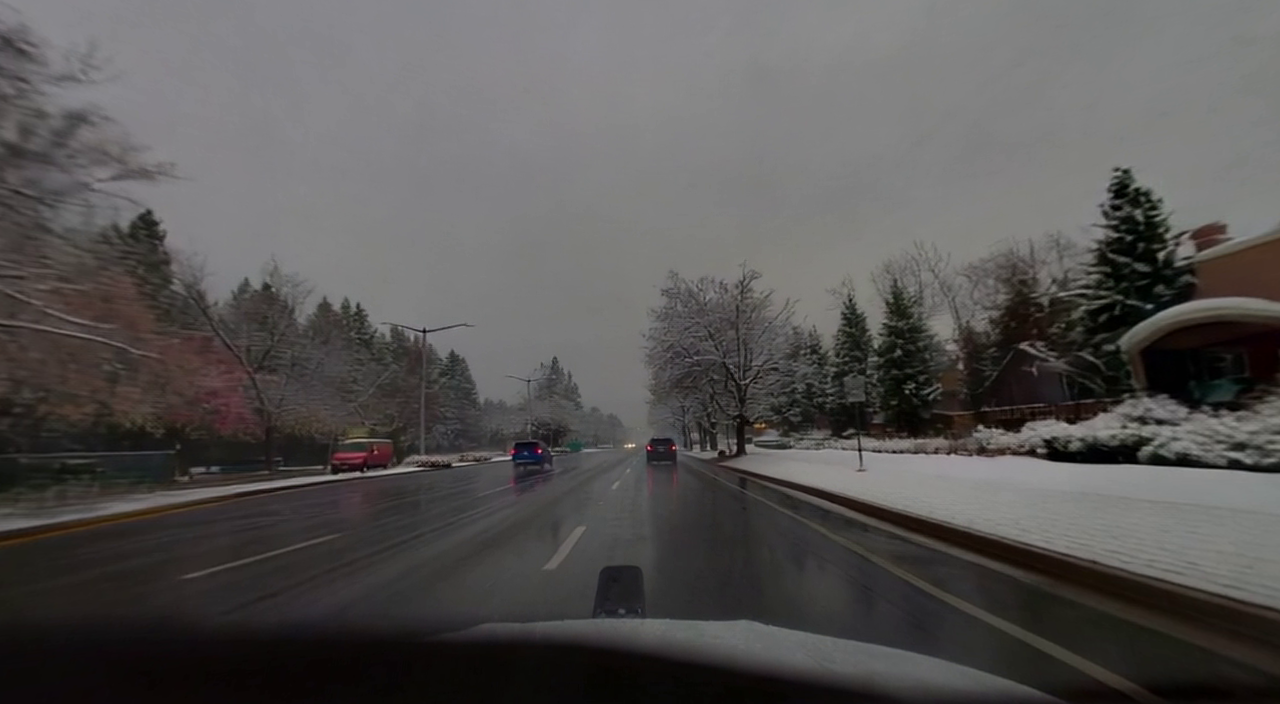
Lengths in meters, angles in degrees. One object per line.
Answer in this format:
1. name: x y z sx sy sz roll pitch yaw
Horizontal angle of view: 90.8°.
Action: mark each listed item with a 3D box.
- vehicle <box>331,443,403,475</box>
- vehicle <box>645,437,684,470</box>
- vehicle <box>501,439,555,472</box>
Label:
1. vehicle: -19.419 7.610 45.258 2.332 2.099 6.029 0 -8 1
2. vehicle: 1.391 5.858 36.620 2.070 1.764 4.552 0 -8 2
3. vehicle: -5.931 5.548 34.025 1.993 1.657 4.487 0 -8 2
